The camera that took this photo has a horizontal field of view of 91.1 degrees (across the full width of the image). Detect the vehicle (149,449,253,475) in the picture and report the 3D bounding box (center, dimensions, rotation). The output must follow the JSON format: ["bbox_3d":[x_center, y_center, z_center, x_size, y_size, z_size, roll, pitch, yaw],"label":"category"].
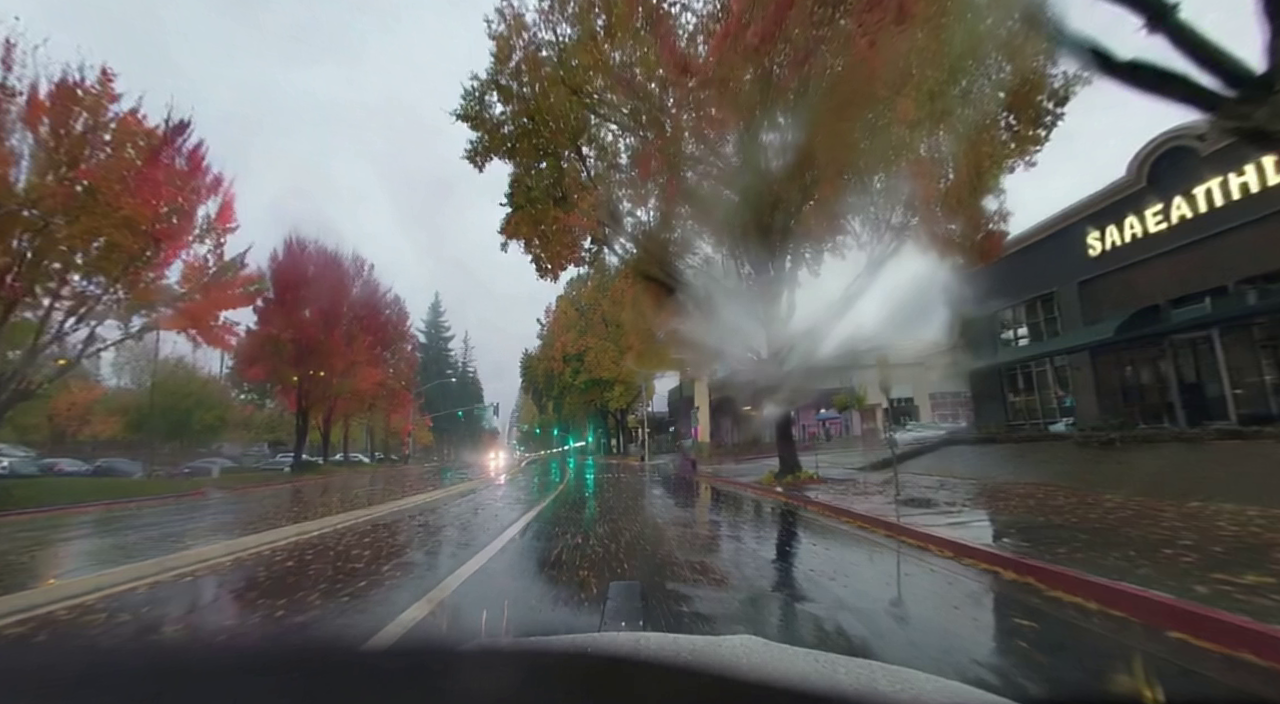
[{"bbox_3d":[-31.808,7.984,45.626,5.746,1.807,2.140,1,-9,-8],"label":"vehicle"}]

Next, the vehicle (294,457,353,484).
[{"bbox_3d":[-20.830,7.781,41.517,1.956,1.550,4.375,1,-9,-6],"label":"vehicle"}]
